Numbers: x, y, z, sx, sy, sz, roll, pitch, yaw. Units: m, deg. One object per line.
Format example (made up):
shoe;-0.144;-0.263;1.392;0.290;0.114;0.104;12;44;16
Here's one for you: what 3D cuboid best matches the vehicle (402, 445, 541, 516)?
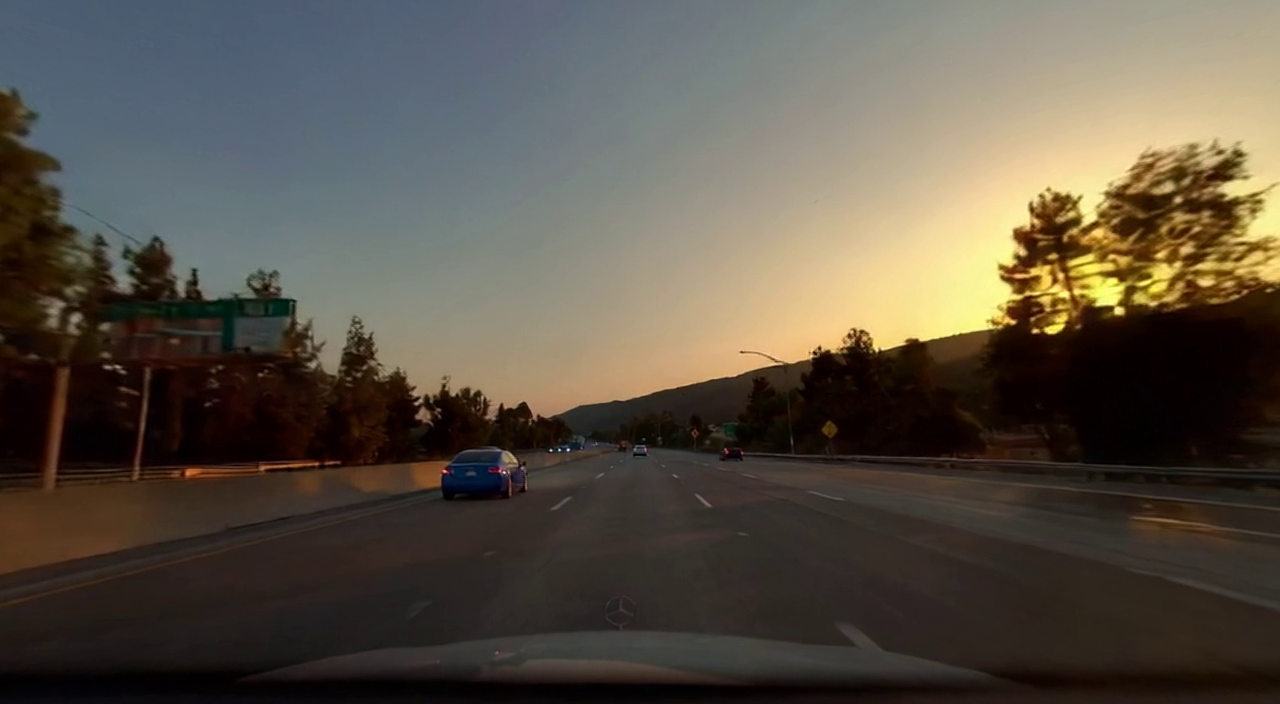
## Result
vehicle;-3.960;3.104;15.782;2.162;1.493;4.583;0;-9;1
